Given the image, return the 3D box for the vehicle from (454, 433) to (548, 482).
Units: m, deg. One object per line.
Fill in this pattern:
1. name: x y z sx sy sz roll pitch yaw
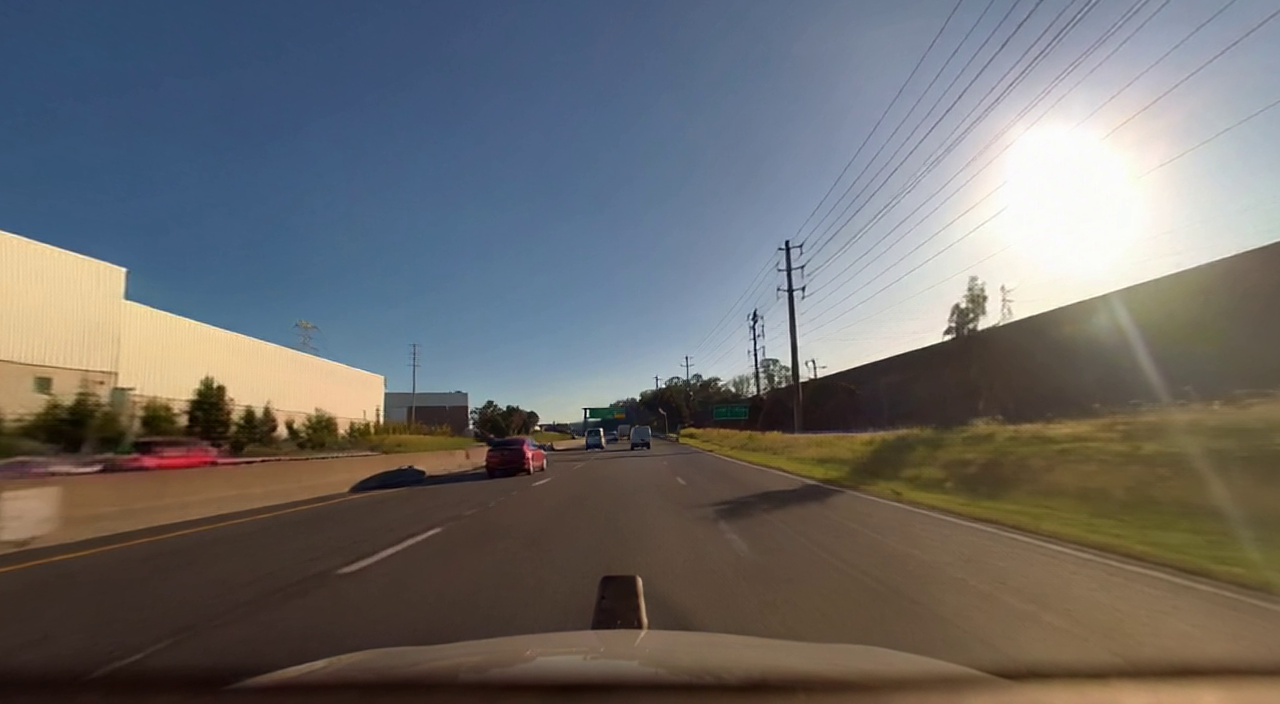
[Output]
1. vehicle: -4.644 3.584 21.837 2.087 1.464 4.853 0 -8 1

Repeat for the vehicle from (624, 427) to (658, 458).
1. vehicle: 0.017 6.245 43.534 2.213 1.997 4.456 0 -8 -1
